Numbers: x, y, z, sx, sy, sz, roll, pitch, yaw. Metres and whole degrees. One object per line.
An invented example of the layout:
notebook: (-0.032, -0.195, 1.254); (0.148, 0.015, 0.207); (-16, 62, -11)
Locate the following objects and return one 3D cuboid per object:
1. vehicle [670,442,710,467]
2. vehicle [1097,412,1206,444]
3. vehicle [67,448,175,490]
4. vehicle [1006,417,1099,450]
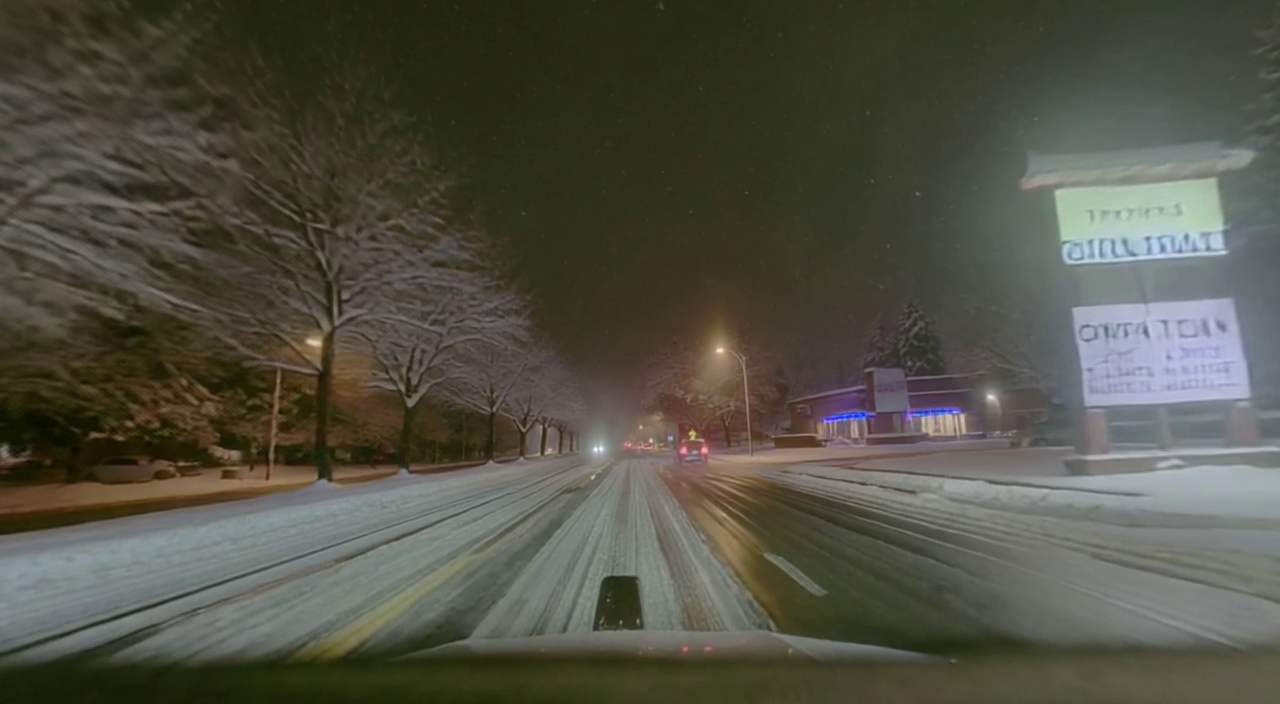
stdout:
vehicle: (3.149, 6.586, 40.746); (2.033, 1.482, 4.571); (0, -8, -2)
vehicle: (27.573, 4.138, 34.289); (2.037, 1.633, 4.447); (1, -7, -4)
vehicle: (-35.189, 7.894, 43.144); (2.182, 2.543, 6.006); (0, -8, 0)
vehicle: (21.792, 4.382, 33.631); (1.911, 1.604, 4.411); (0, -8, -1)
